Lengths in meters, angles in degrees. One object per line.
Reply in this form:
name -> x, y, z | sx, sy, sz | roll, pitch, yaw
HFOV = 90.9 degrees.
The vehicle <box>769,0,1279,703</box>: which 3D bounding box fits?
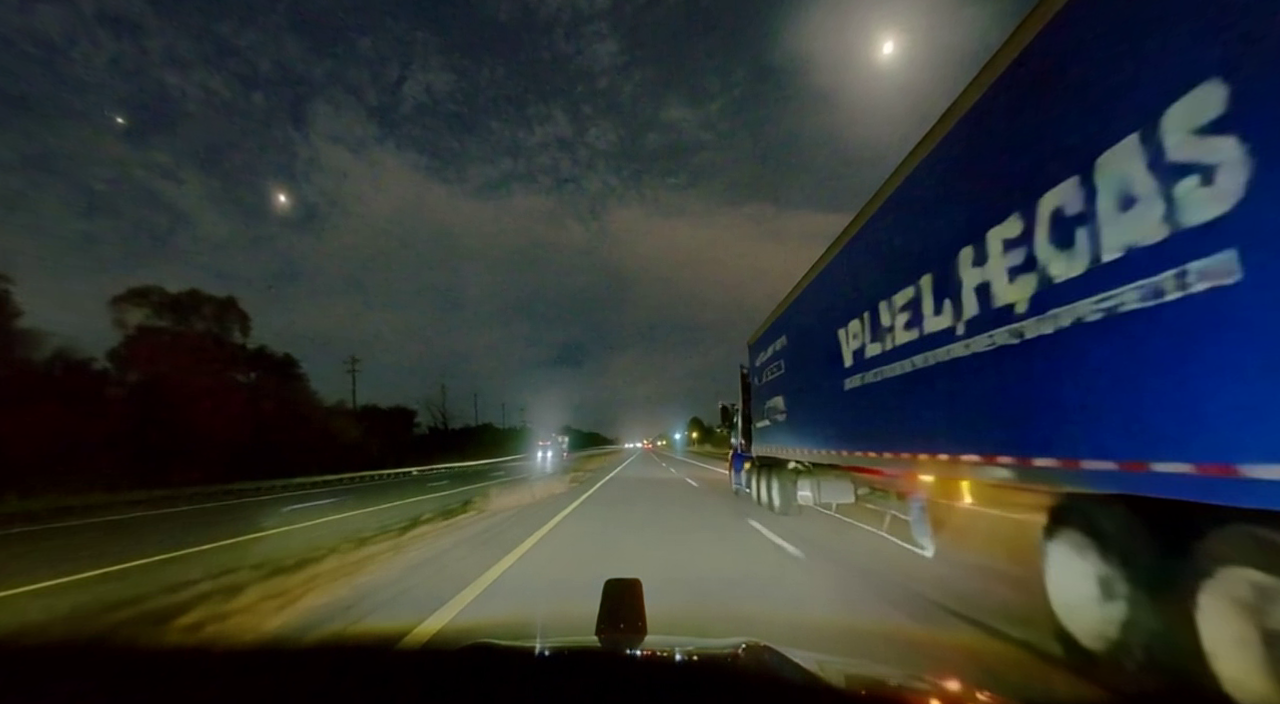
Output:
vehicle -> 3.989, 0.200, 5.228 | 3.341, 4.269, 12.252 | 0, -9, 0
